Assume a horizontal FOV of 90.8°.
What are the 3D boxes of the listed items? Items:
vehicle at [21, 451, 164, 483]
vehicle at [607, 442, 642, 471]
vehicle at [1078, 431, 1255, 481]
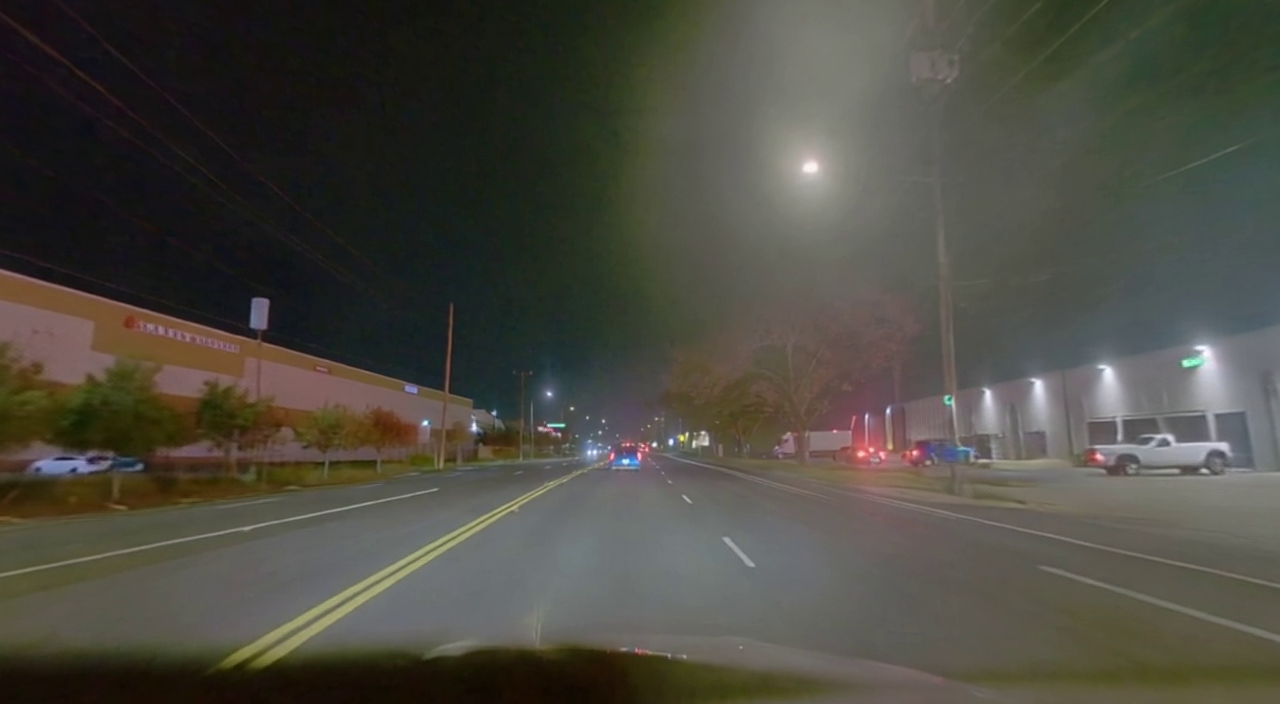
[{"bbox_3d":[-26.384,5.537,30.619,4.728,1.431,2.287,0,-9,-2],"label":"vehicle"},{"bbox_3d":[-0.875,6.149,37.170,1.937,1.588,3.746,0,-9,0],"label":"vehicle"},{"bbox_3d":[23.366,4.647,28.263,5.669,2.073,2.297,-1,-9,2],"label":"vehicle"}]
